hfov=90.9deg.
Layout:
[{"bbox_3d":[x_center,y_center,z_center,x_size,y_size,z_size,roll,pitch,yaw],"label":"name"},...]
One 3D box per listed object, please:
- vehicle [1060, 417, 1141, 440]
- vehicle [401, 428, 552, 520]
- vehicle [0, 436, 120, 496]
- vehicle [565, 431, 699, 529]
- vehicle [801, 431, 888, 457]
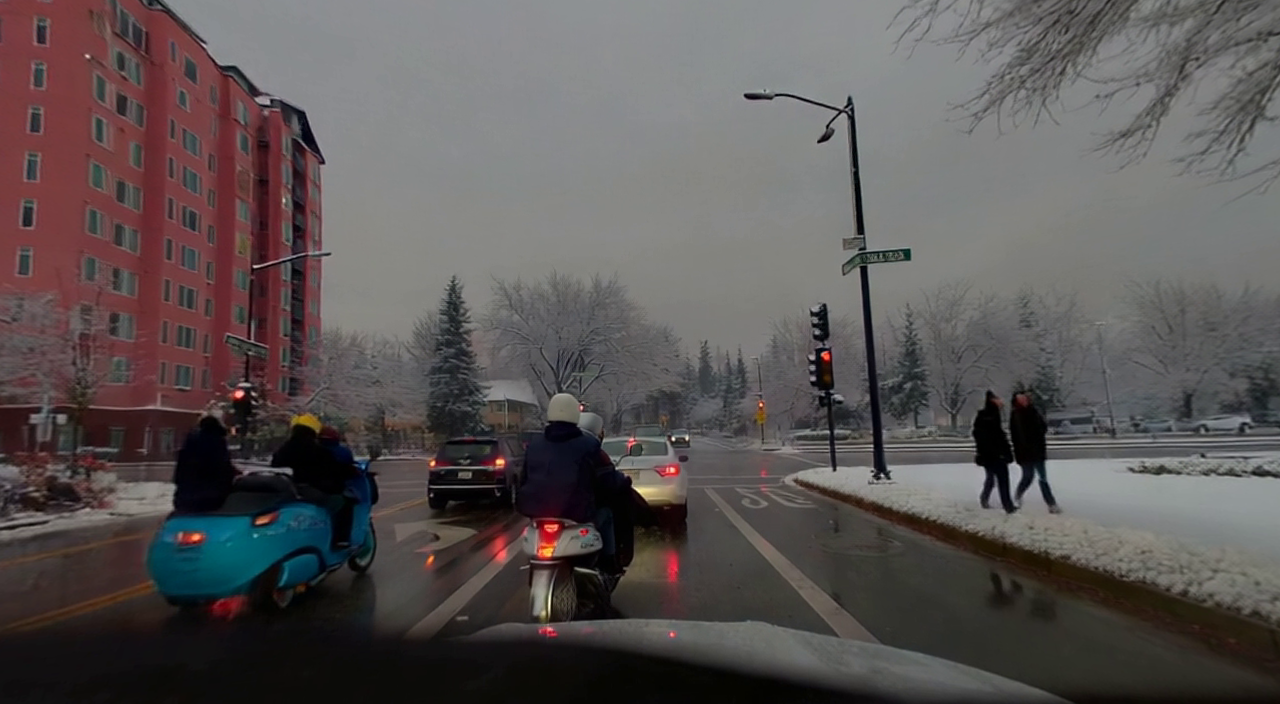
[{"bbox_3d":[30.785,5.153,42.199,1.751,1.420,4.027,8,-12,-42],"label":"vehicle"},{"bbox_3d":[-3.224,2.502,13.385,1.935,1.615,4.073,-1,-9,3],"label":"vehicle"},{"bbox_3d":[-28.946,5.539,30.367,5.890,2.393,2.346,-5,-7,1],"label":"vehicle"},{"bbox_3d":[-0.089,2.253,11.629,2.025,1.458,4.085,-1,-9,1],"label":"vehicle"},{"bbox_3d":[12.395,5.640,38.406,1.862,1.456,4.661,8,-12,-44],"label":"vehicle"}]
